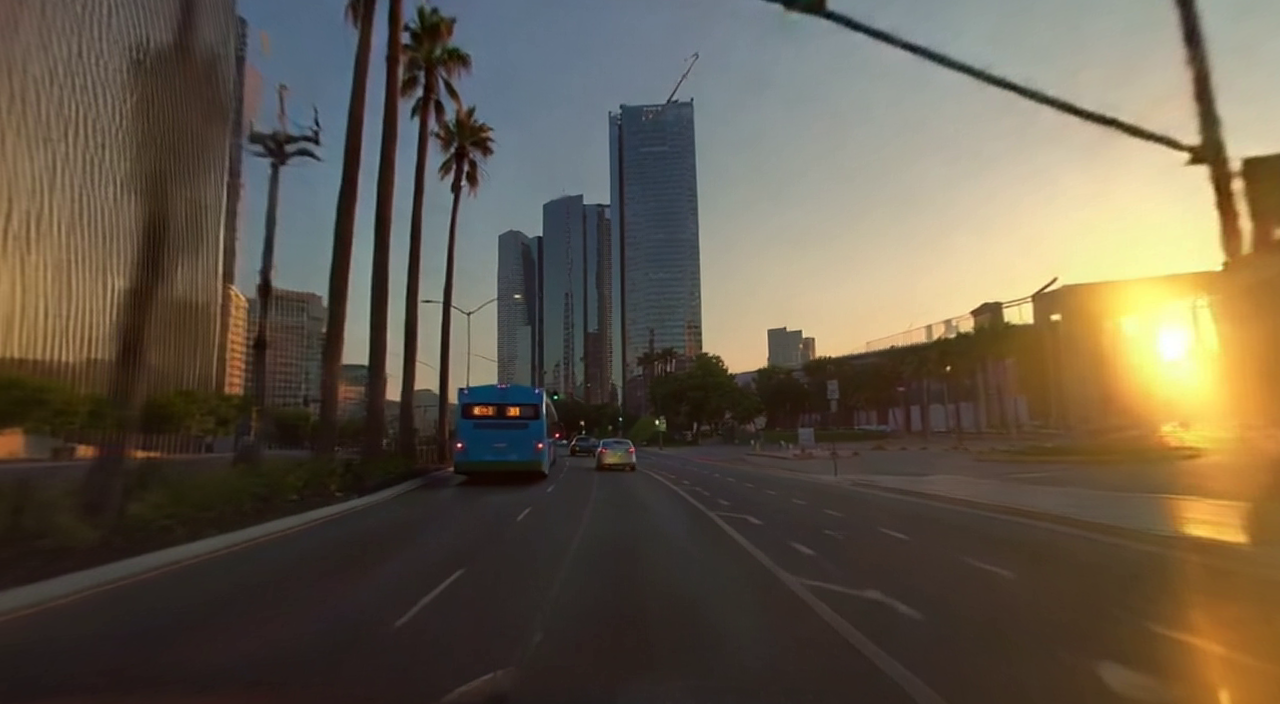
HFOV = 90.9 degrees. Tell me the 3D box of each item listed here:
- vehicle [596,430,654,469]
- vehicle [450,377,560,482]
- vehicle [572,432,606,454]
[{"bbox_3d":[-0.711,4.085,26.528,2.107,1.481,4.097,1,-8,-6],"label":"vehicle"},{"bbox_3d":[-4.449,2.820,22.652,2.678,3.042,8.474,0,-8,-4],"label":"vehicle"},{"bbox_3d":[-3.612,6.434,44.392,1.993,1.452,3.873,1,-8,-10],"label":"vehicle"}]
